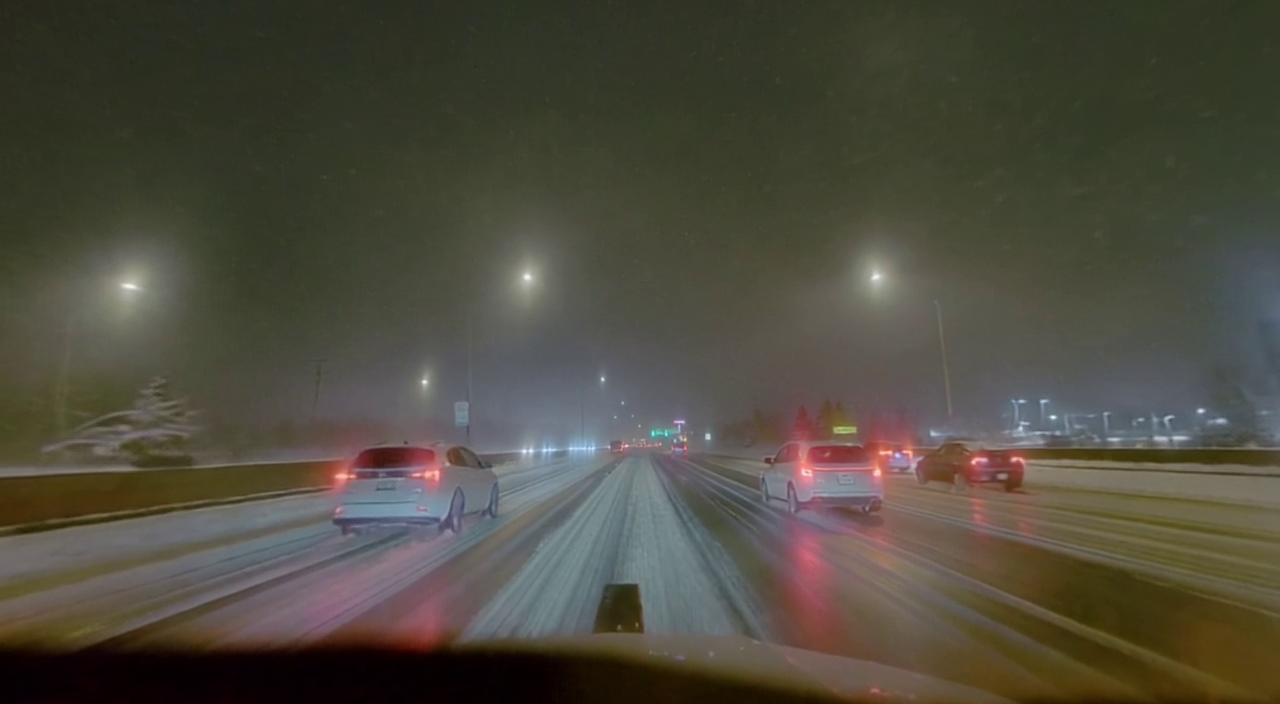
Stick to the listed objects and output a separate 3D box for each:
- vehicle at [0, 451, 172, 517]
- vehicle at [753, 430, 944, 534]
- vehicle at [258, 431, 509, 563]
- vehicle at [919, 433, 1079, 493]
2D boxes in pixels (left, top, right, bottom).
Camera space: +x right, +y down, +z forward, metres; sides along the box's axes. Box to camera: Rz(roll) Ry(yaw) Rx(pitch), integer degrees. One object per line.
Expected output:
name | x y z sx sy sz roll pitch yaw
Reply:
vehicle | -18.434 4.139 20.505 2.303 1.776 5.407 0 -8 0
vehicle | 3.438 2.208 11.356 1.961 1.504 4.094 0 -8 -1
vehicle | -3.471 2.026 9.618 1.975 1.536 4.295 0 -8 1
vehicle | 10.233 3.186 18.485 2.019 1.529 4.385 0 -8 -1
